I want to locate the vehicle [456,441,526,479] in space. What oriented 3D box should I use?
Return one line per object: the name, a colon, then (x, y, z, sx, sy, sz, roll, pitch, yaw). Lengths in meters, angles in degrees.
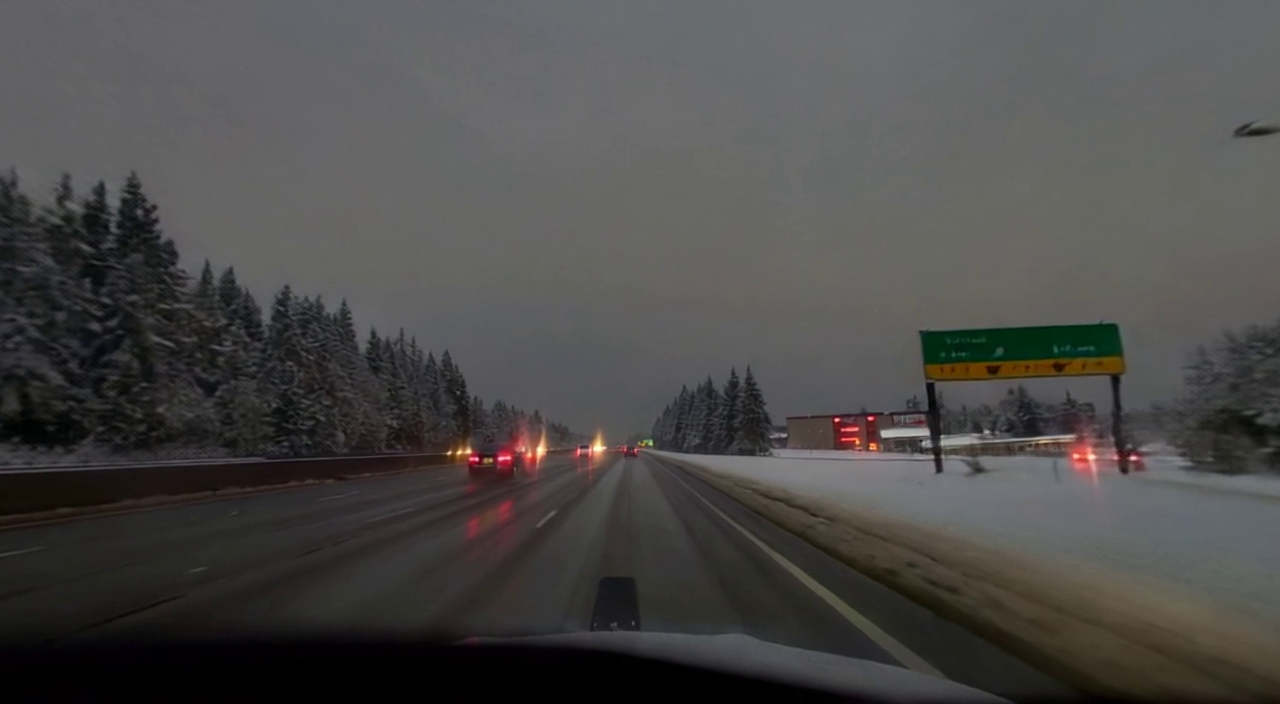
vehicle: (-6.797, 4.960, 29.320, 2.016, 1.606, 4.806, 0, -9, 1)
